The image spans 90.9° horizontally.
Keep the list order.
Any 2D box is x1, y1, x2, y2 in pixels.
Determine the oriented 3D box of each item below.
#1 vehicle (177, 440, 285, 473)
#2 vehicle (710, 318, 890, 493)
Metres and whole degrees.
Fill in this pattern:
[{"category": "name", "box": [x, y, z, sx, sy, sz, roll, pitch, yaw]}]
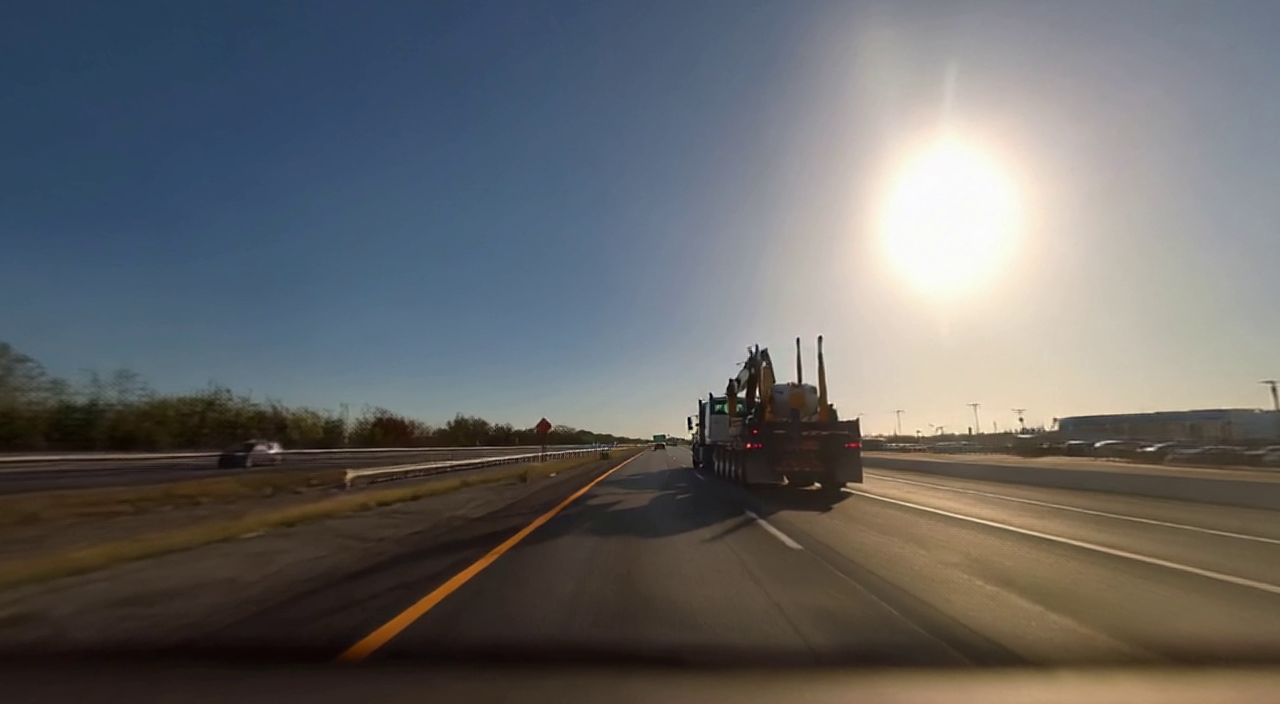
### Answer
[{"category": "vehicle", "box": [-19.766, 5.059, 30.794, 2.036, 1.476, 4.826, 0, -8, 0]}, {"category": "vehicle", "box": [3.963, 1.667, 17.561, 3.279, 3.956, 6.541, 0, -8, 1]}]
